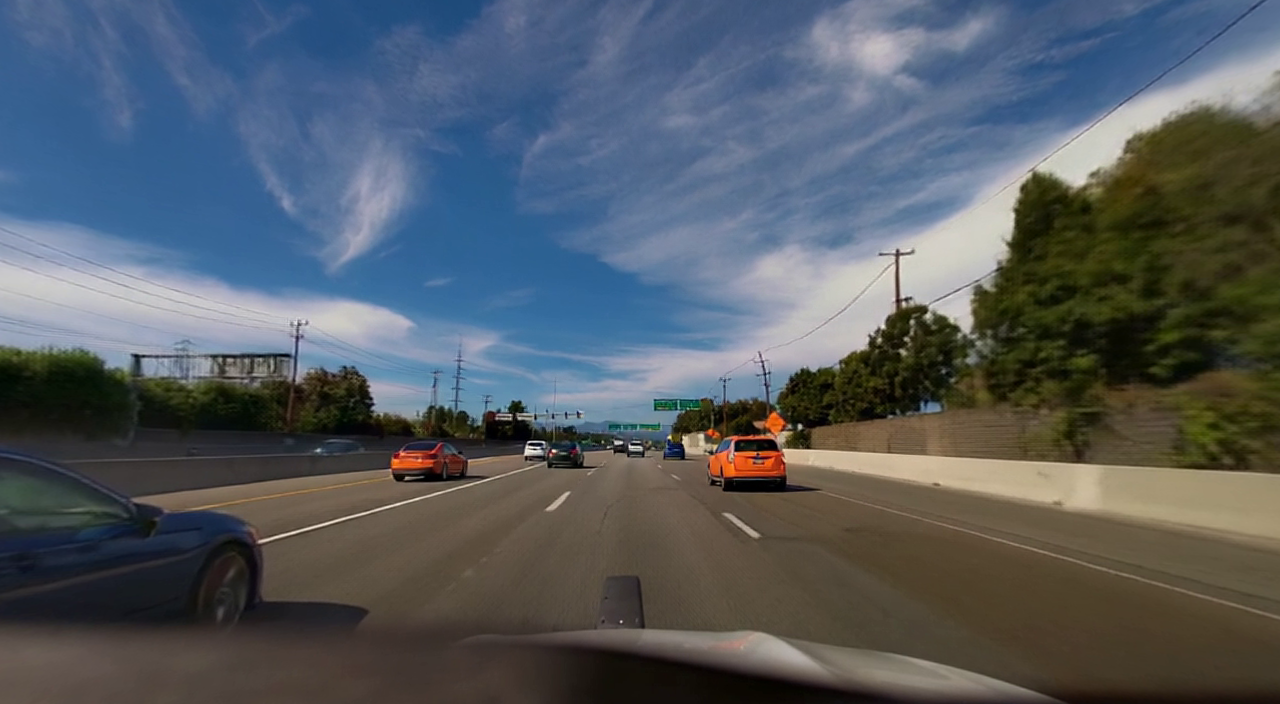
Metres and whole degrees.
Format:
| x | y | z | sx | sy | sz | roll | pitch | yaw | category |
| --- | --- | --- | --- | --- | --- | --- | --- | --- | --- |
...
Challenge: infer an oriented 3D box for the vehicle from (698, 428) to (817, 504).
| x | y | z | sx | sy | sz | roll | pitch | yaw | category |
| --- | --- | --- | --- | --- | --- | --- | --- | --- | --- |
| 2.800 | 2.837 | 16.164 | 2.100 | 1.659 | 4.387 | 0 | -8 | -1 | vehicle |

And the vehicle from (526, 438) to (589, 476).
| x | y | z | sx | sy | sz | roll | pitch | yaw | category |
| --- | --- | --- | --- | --- | --- | --- | --- | --- | --- |
| -3.441 | 4.480 | 27.240 | 2.066 | 1.488 | 4.377 | 0 | -8 | 1 | vehicle |

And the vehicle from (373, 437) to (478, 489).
| x | y | z | sx | sy | sz | roll | pitch | yaw | category |
| --- | --- | --- | --- | --- | --- | --- | --- | --- | --- |
| -6.682 | 3.489 | 20.207 | 1.903 | 1.482 | 4.180 | 0 | -8 | 0 | vehicle |

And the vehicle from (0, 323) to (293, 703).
| x | y | z | sx | sy | sz | roll | pitch | yaw | category |
| --- | --- | --- | --- | --- | --- | --- | --- | --- | --- |
| -3.229 | 0.710 | 1.769 | 2.104 | 1.707 | 4.338 | 0 | -8 | -1 | vehicle |
